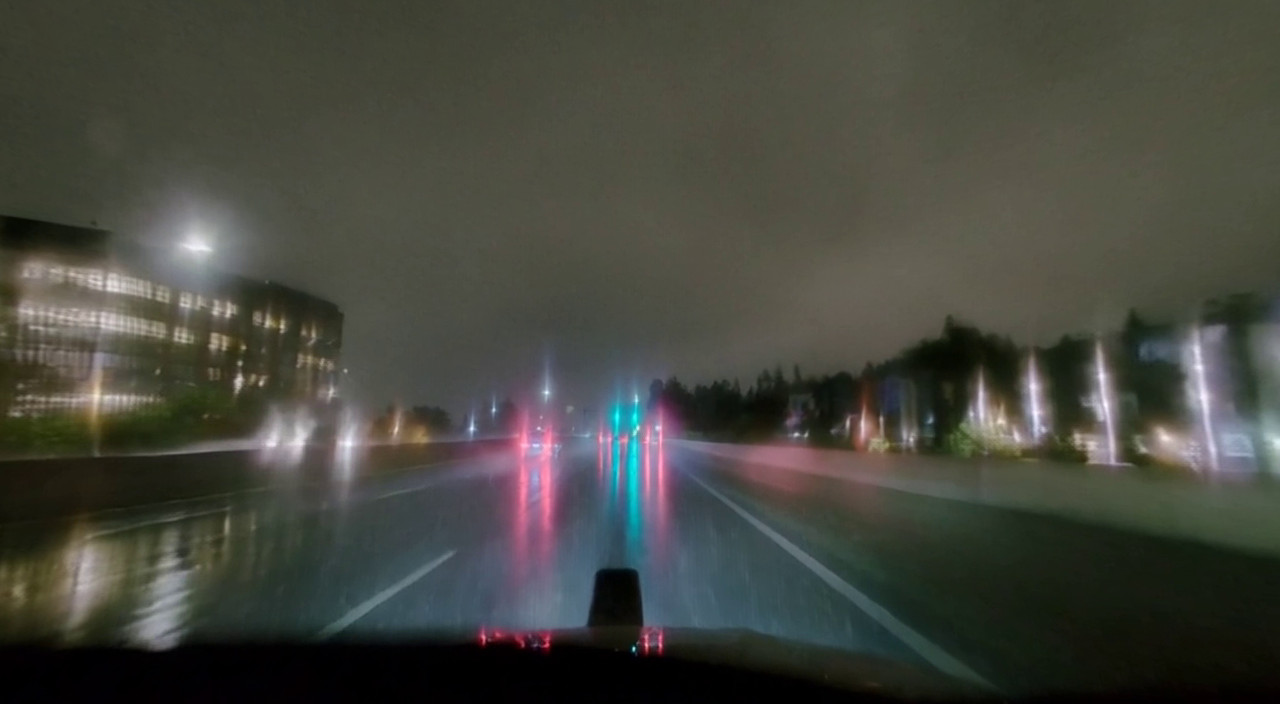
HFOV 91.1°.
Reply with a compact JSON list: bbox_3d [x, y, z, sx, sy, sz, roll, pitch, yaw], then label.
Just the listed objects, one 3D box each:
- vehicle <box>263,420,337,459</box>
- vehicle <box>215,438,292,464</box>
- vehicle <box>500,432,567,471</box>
[{"bbox_3d":[-25.095,6.500,46.725,2.452,2.744,5.443,0,-8,-1],"label":"vehicle"},{"bbox_3d":[-24.939,6.399,40.769,1.863,1.561,4.871,0,-8,0],"label":"vehicle"},{"bbox_3d":[-4.351,4.141,26.435,1.996,1.490,4.571,0,-8,0],"label":"vehicle"}]
